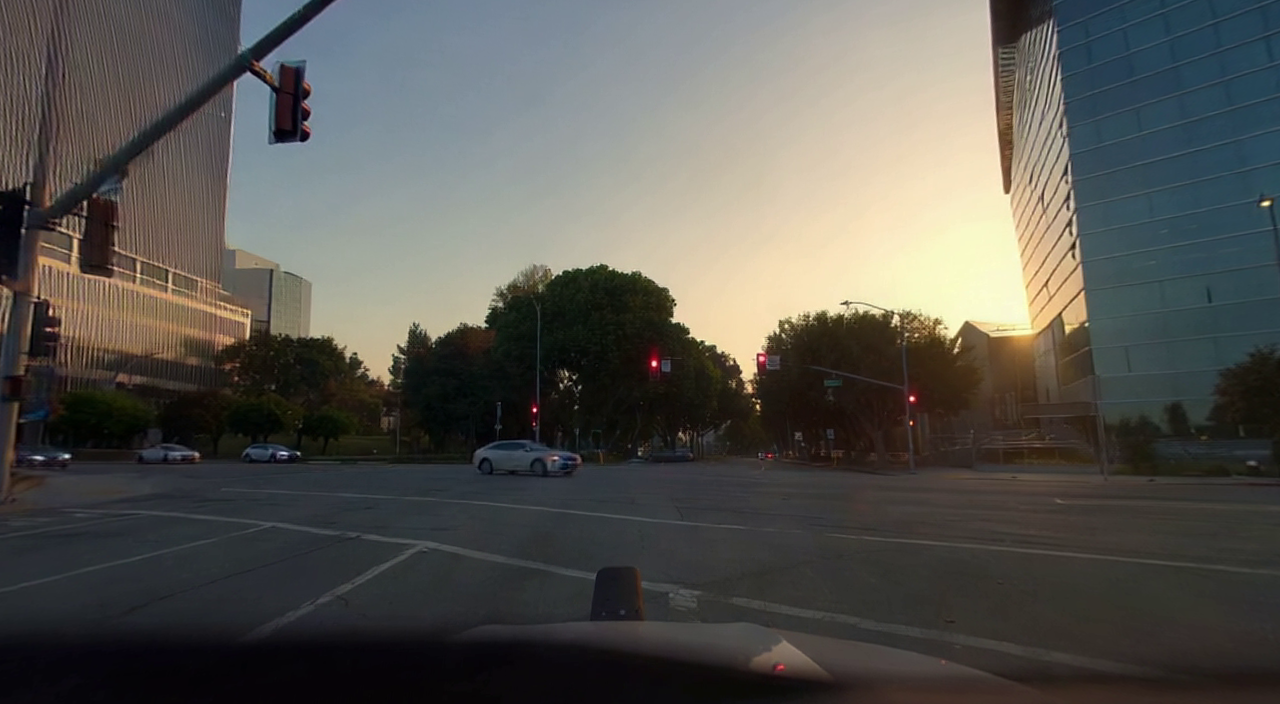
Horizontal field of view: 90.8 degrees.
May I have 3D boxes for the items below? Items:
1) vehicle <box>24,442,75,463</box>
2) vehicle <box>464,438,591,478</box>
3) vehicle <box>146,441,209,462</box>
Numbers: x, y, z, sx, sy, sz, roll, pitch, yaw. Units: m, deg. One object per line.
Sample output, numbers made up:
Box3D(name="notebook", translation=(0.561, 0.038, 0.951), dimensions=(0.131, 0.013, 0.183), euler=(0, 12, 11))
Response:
Box3D(name="vehicle", translation=(-40.922, 6.953, 43.744), dimensions=(4.323, 1.390, 1.953), euler=(-7, -11, 39))
Box3D(name="vehicle", translation=(-4.800, 4.421, 26.651), dimensions=(5.408, 1.505, 2.091), euler=(-6, -10, 36))
Box3D(name="vehicle", translation=(-32.717, 7.015, 44.630), dimensions=(4.380, 1.455, 1.869), euler=(-5, -10, 30))
